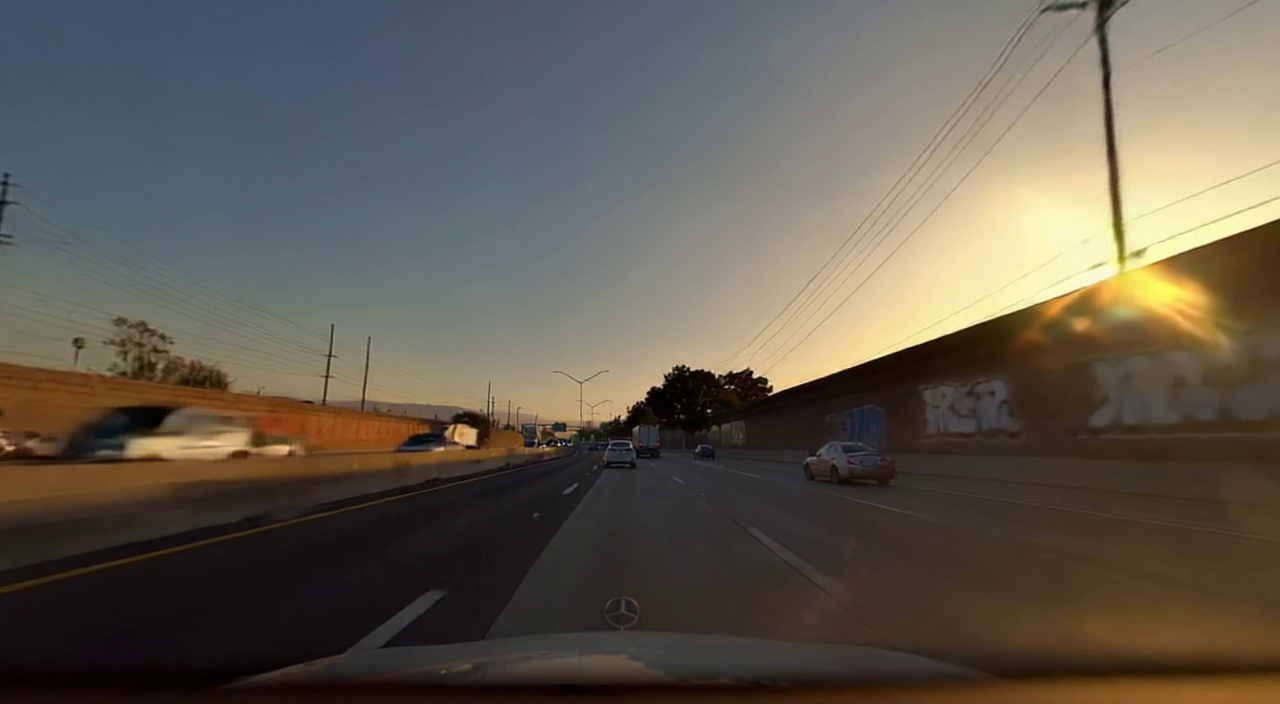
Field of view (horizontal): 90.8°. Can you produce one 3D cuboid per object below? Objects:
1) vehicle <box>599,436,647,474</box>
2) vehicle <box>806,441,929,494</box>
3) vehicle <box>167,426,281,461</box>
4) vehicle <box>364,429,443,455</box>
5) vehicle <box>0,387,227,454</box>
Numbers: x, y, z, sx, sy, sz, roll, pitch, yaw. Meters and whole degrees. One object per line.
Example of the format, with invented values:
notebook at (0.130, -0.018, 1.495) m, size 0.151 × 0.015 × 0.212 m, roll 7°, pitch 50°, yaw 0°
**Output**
vehicle at (-0.793, 4.934, 30.287) m, size 2.191 × 1.685 × 3.353 m, roll 0°, pitch -9°, yaw -1°
vehicle at (7.043, 3.612, 20.206) m, size 2.018 × 1.451 × 4.762 m, roll 0°, pitch -9°, yaw -2°
vehicle at (-17.584, 3.939, 26.996) m, size 1.851 × 1.358 × 4.433 m, roll 0°, pitch -9°, yaw 0°
vehicle at (-9.996, 3.863, 27.001) m, size 1.884 × 0.990 × 3.895 m, roll 0°, pitch -9°, yaw 0°
vehicle at (-10.752, 1.457, 12.647) m, size 2.021 × 1.111 × 4.395 m, roll 0°, pitch -9°, yaw 0°
